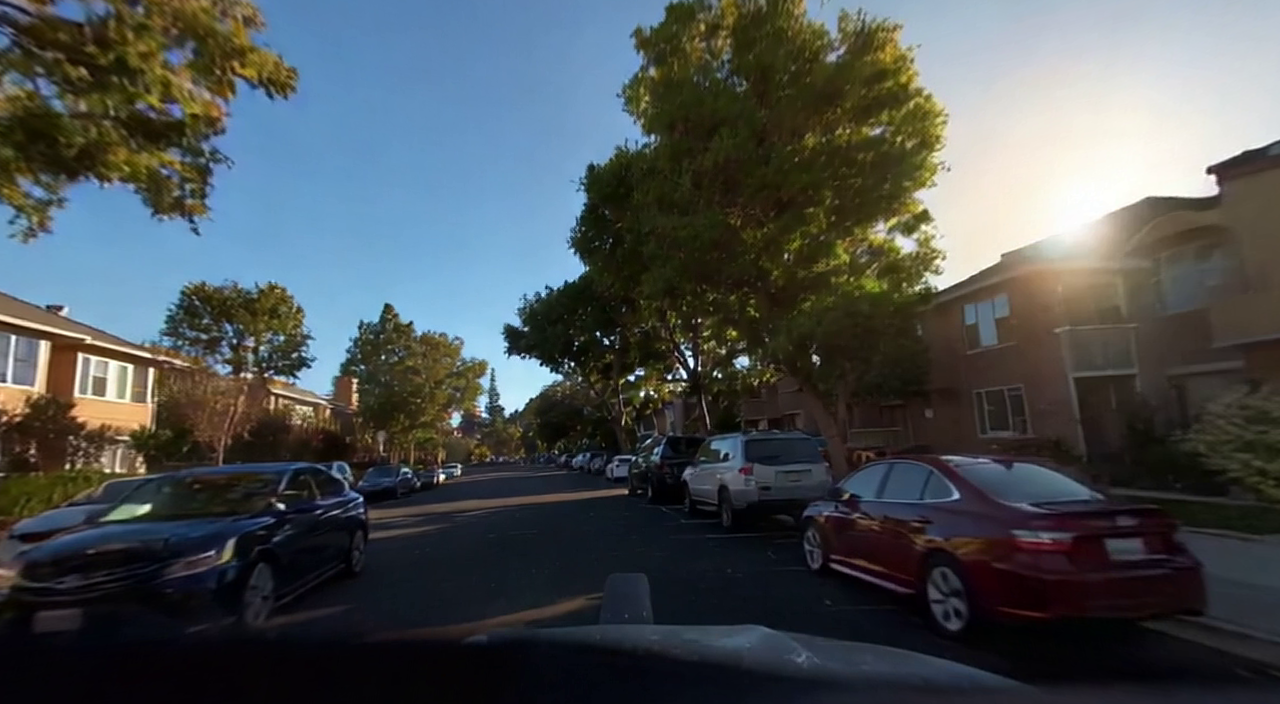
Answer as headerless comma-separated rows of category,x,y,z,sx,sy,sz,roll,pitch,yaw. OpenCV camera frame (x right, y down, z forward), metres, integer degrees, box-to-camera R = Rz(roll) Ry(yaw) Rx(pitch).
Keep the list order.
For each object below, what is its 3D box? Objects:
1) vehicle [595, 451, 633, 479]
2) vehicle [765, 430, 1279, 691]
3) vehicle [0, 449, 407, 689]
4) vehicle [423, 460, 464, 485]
vehicle,-1.897,7.856,44.244,2.114,1.787,4.783,1,-9,-9
vehicle,2.937,1.603,6.186,1.876,1.538,4.447,1,-9,-9
vehicle,-3.974,1.755,6.407,1.971,1.476,4.593,1,-9,-7
vehicle,-12.897,7.903,41.511,1.760,1.418,4.218,0,-9,-6
